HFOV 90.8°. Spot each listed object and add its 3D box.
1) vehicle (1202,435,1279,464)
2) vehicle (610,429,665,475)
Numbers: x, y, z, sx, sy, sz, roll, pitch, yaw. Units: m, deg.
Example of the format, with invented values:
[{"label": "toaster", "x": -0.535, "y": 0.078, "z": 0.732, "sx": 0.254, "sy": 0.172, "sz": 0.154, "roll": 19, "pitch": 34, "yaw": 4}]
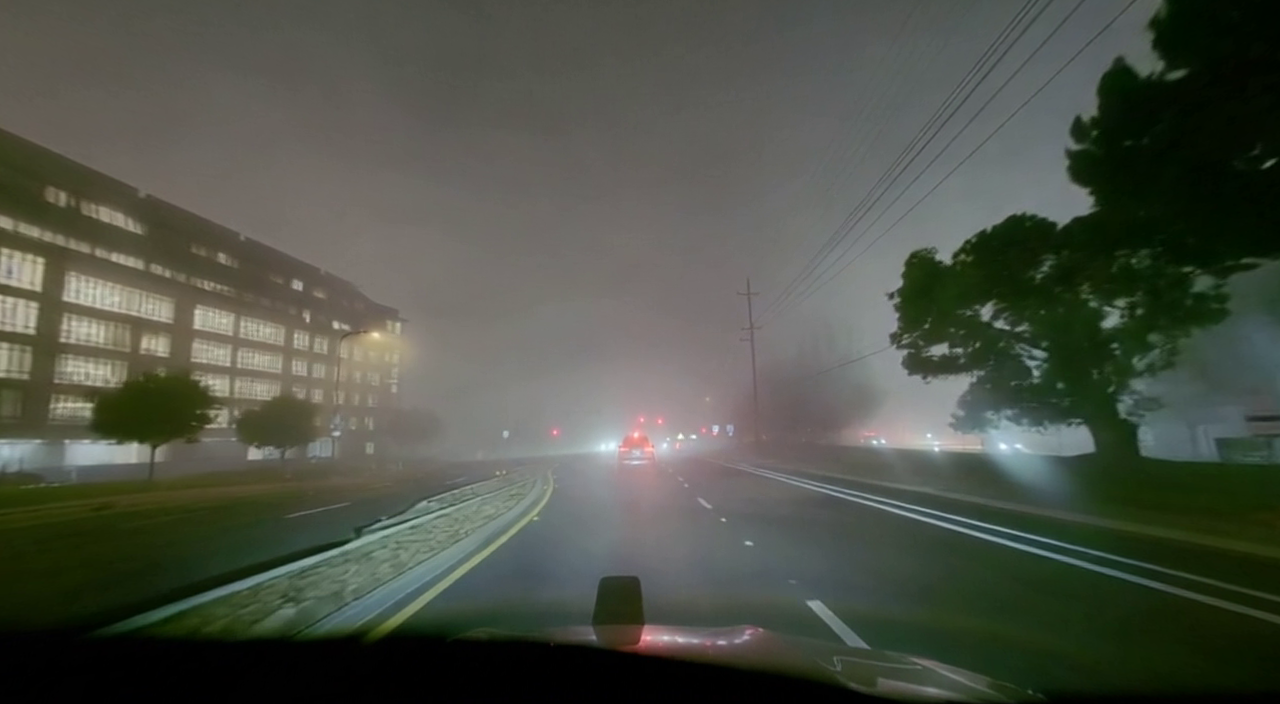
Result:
[{"label": "vehicle", "x": 31.137, "y": 4.941, "z": 32.120, "sx": 1.610, "sy": 1.397, "sz": 3.842, "roll": -1, "pitch": -9, "yaw": 2}, {"label": "vehicle", "x": -0.114, "y": 4.275, "z": 27.122, "sx": 2.189, "sy": 1.776, "sz": 4.342, "roll": 0, "pitch": -9, "yaw": 0}]
